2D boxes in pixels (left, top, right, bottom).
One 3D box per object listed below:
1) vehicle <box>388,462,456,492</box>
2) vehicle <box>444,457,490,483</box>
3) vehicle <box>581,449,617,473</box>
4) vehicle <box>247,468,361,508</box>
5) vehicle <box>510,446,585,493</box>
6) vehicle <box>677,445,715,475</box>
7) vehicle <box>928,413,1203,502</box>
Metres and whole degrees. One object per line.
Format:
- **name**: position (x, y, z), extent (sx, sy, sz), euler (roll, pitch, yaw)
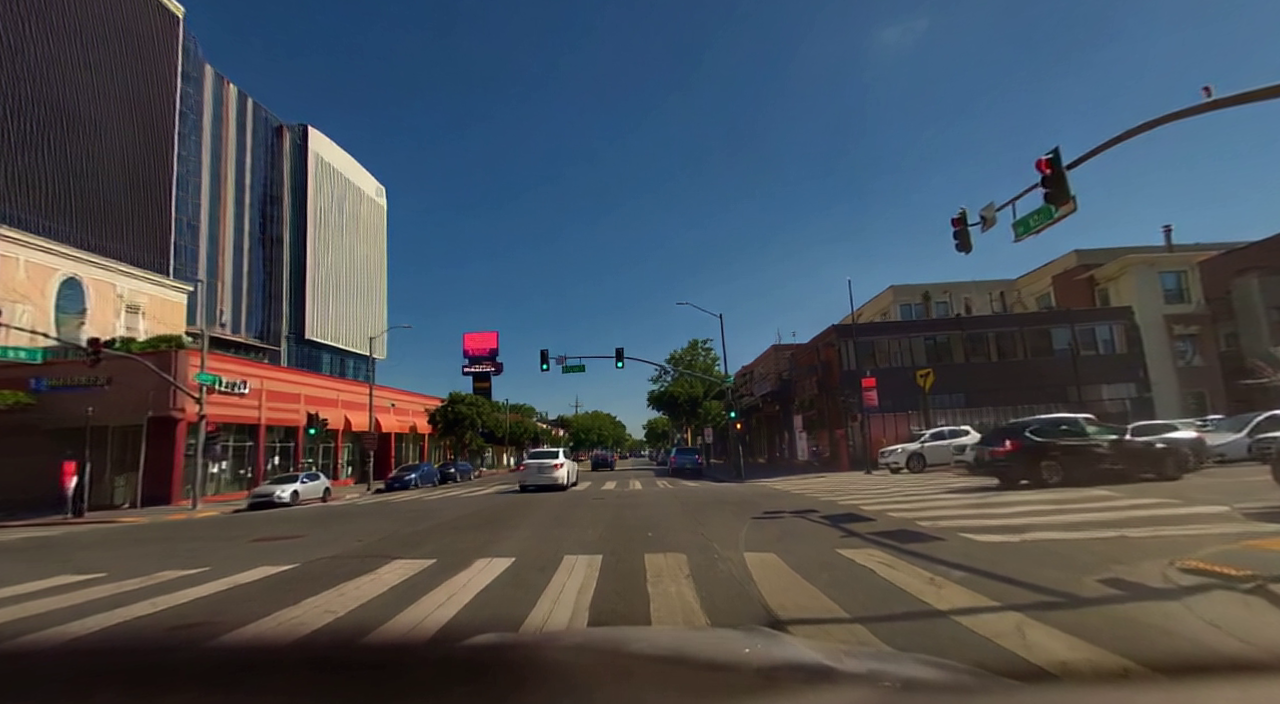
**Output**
- **vehicle**: position (-12.254, 7.015, 35.759), extent (1.934, 1.434, 4.636), euler (-1, -8, 4)
- **vehicle**: position (-11.897, 8.094, 43.510), extent (1.933, 1.628, 3.973), euler (-1, -8, 2)
- **vehicle**: position (-2.689, 7.305, 42.417), extent (1.916, 1.487, 4.535), euler (-1, -8, 2)
- **vehicle**: position (-15.254, 6.169, 28.931), extent (1.999, 1.466, 4.535), euler (-2, -9, 14)
- **vehicle**: position (-3.164, 4.107, 22.399), extent (1.973, 1.496, 3.713), euler (-1, -8, 2)
- **vehicle**: position (3.460, 6.721, 39.544), extent (1.924, 1.765, 3.954), euler (0, -8, -2)
- **vehicle**: position (8.310, 2.032, 12.401), extent (4.540, 1.480, 2.153), euler (3, -9, -21)
